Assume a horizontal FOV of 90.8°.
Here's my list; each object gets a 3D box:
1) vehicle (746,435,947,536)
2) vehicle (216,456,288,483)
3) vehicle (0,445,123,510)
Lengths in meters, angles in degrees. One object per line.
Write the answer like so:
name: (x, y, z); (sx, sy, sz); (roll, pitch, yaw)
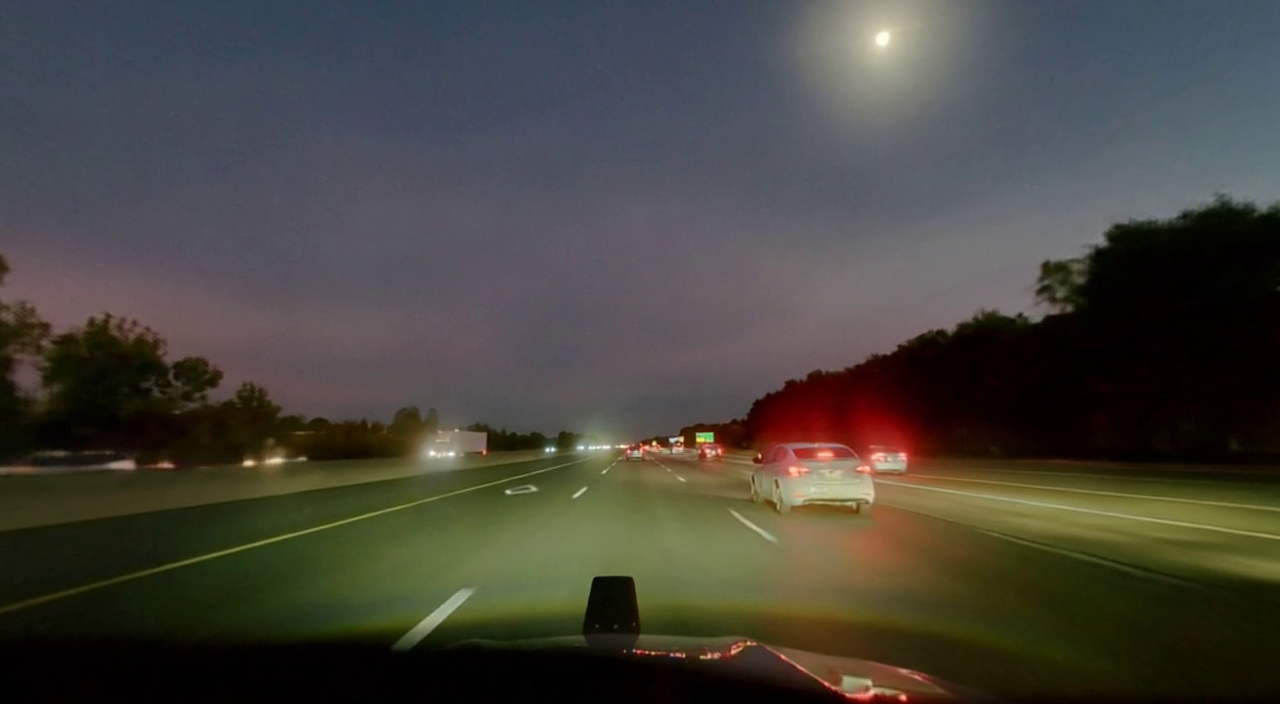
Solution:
vehicle: (3.461, 2.326, 11.712); (2.076, 1.472, 4.562); (0, -9, -2)
vehicle: (-23.586, 7.146, 38.570); (1.821, 1.507, 4.069); (1, -9, 0)
vehicle: (-19.872, 3.986, 20.462); (2.043, 1.830, 4.879); (0, -8, 0)
